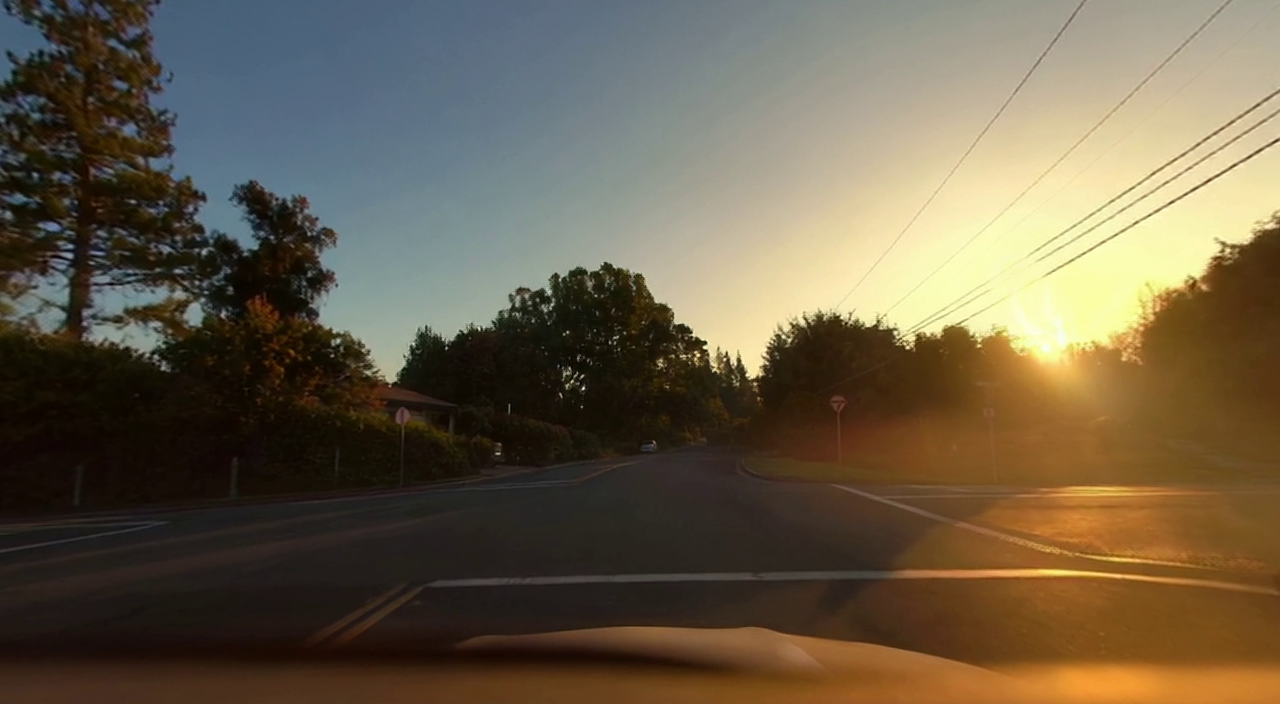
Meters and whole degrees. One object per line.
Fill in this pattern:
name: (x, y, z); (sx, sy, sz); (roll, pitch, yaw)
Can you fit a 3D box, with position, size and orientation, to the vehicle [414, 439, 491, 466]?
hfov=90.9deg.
vehicle: (-12.668, 6.810, 42.766); (4.590, 1.735, 1.973); (-1, -8, 3)
